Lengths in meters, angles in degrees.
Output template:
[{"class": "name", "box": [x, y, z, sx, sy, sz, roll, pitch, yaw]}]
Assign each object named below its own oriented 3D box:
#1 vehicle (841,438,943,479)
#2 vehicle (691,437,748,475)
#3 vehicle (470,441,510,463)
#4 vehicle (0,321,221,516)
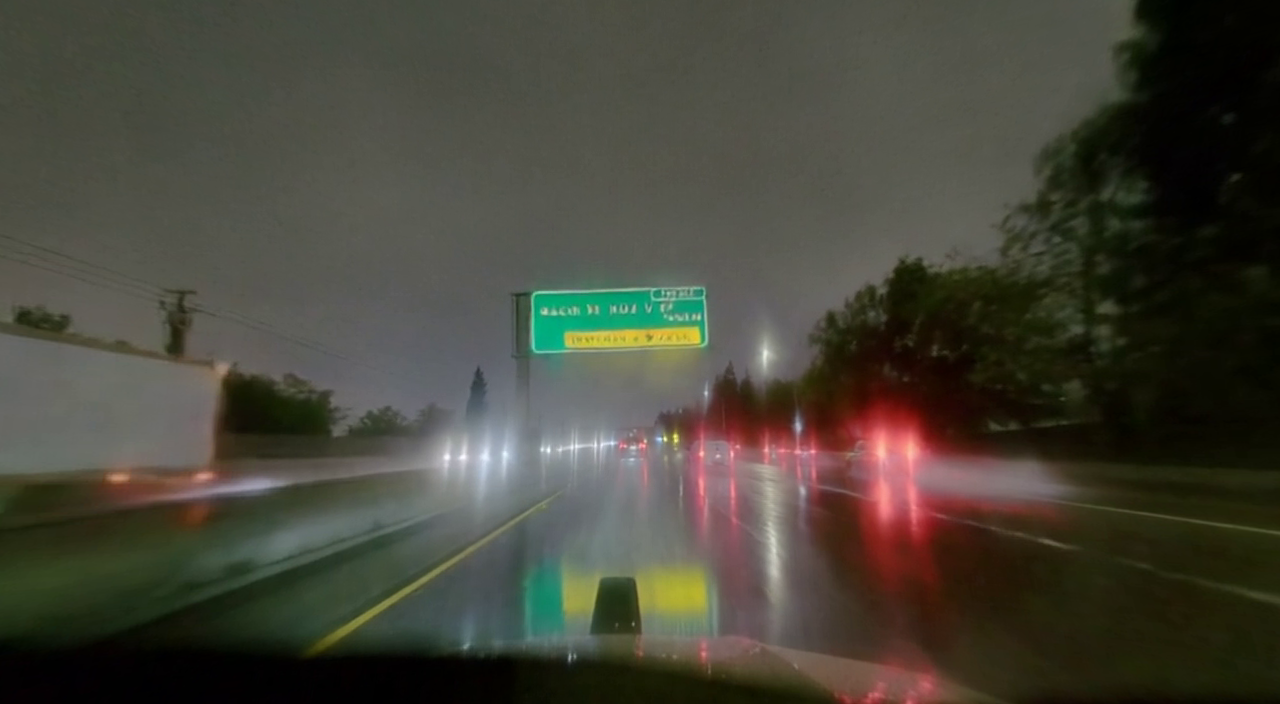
[{"class": "vehicle", "box": [10.256, 4.356, 26.228, 1.987, 1.502, 5.130, 0, -8, -1]}, {"class": "vehicle", "box": [3.633, 4.843, 29.663, 2.018, 1.600, 4.121, 0, -8, -2]}, {"class": "vehicle", "box": [-11.610, 7.757, 49.324, 2.001, 1.604, 4.568, 0, -8, 0]}, {"class": "vehicle", "box": [-15.115, 1.234, 12.131, 3.082, 4.100, 16.527, 0, -8, -1]}]
